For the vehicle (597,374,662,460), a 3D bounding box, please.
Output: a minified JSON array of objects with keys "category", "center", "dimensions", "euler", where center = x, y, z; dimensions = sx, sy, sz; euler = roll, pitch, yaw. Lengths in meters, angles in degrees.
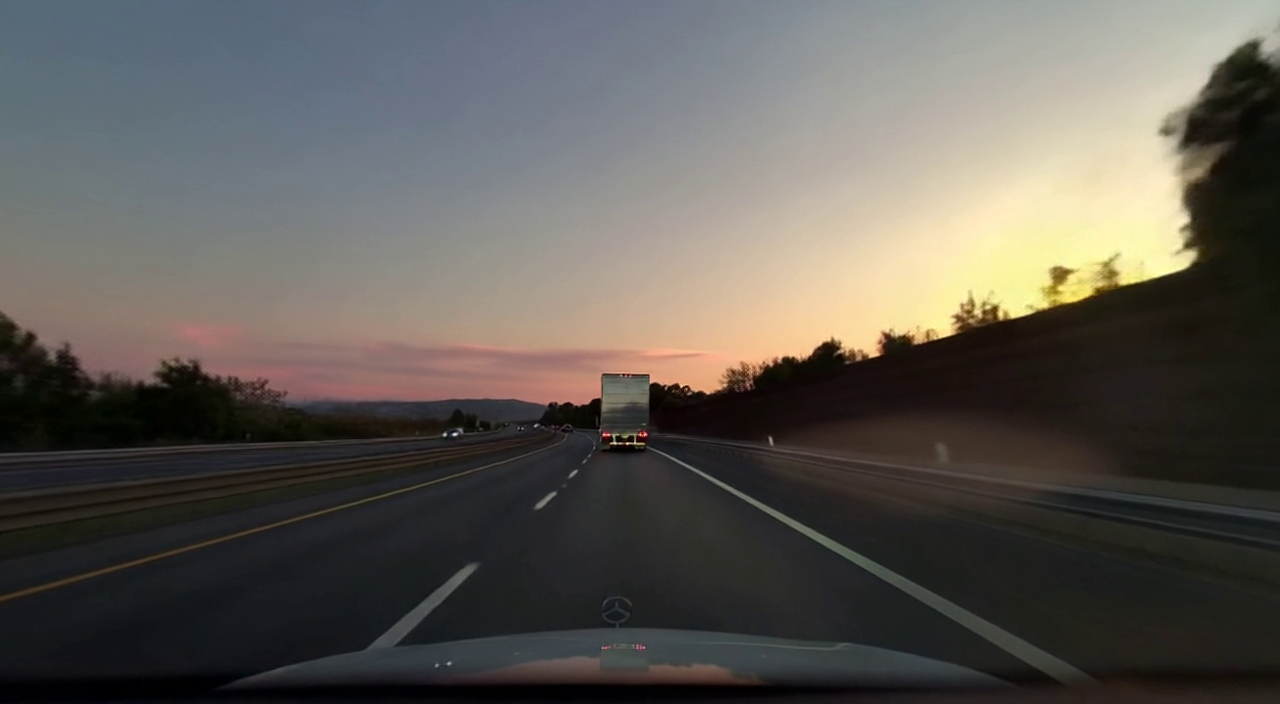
[{"category":"vehicle","center":[-0.714,3.726,34.589],"dimensions":[3.023,3.965,10.402],"euler":[0,-8,-3]}]
